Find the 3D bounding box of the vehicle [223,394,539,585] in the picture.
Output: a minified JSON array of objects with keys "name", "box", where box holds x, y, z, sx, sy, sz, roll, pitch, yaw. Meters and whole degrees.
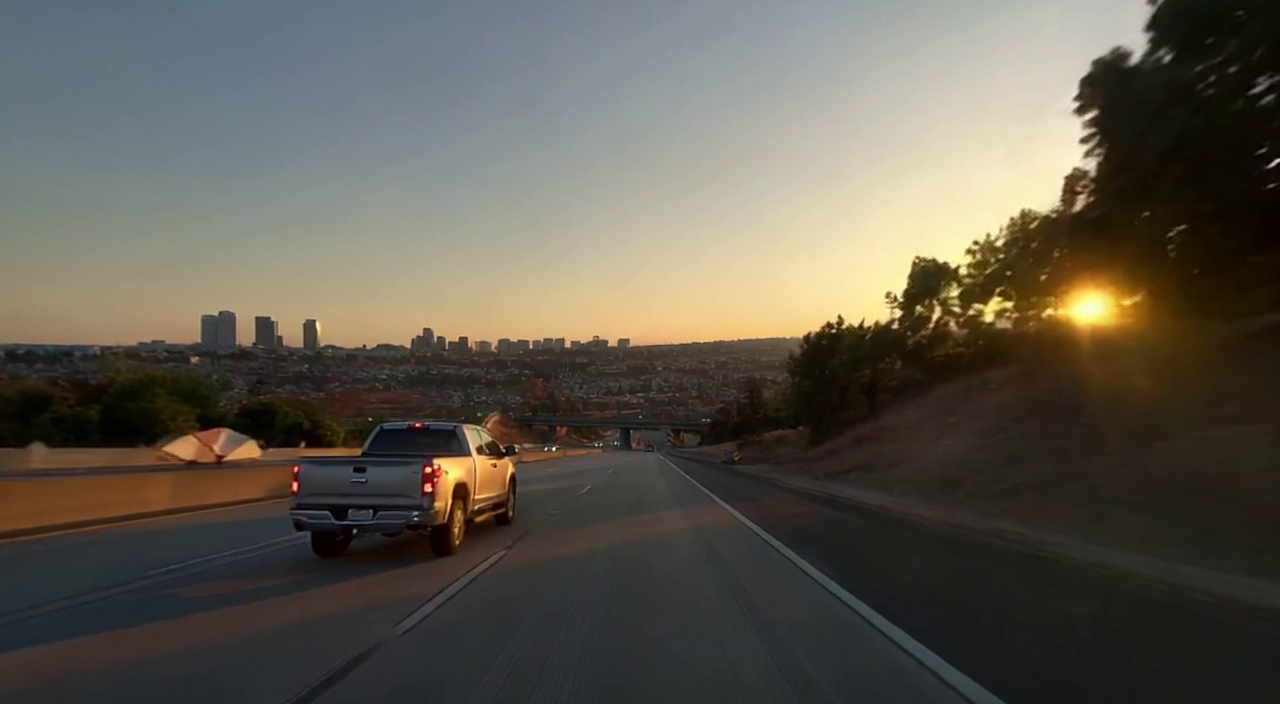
[{"name":"vehicle","box":[-3.135,1.816,9.395,2.350,1.932,5.562,-1,-8,0]}]
